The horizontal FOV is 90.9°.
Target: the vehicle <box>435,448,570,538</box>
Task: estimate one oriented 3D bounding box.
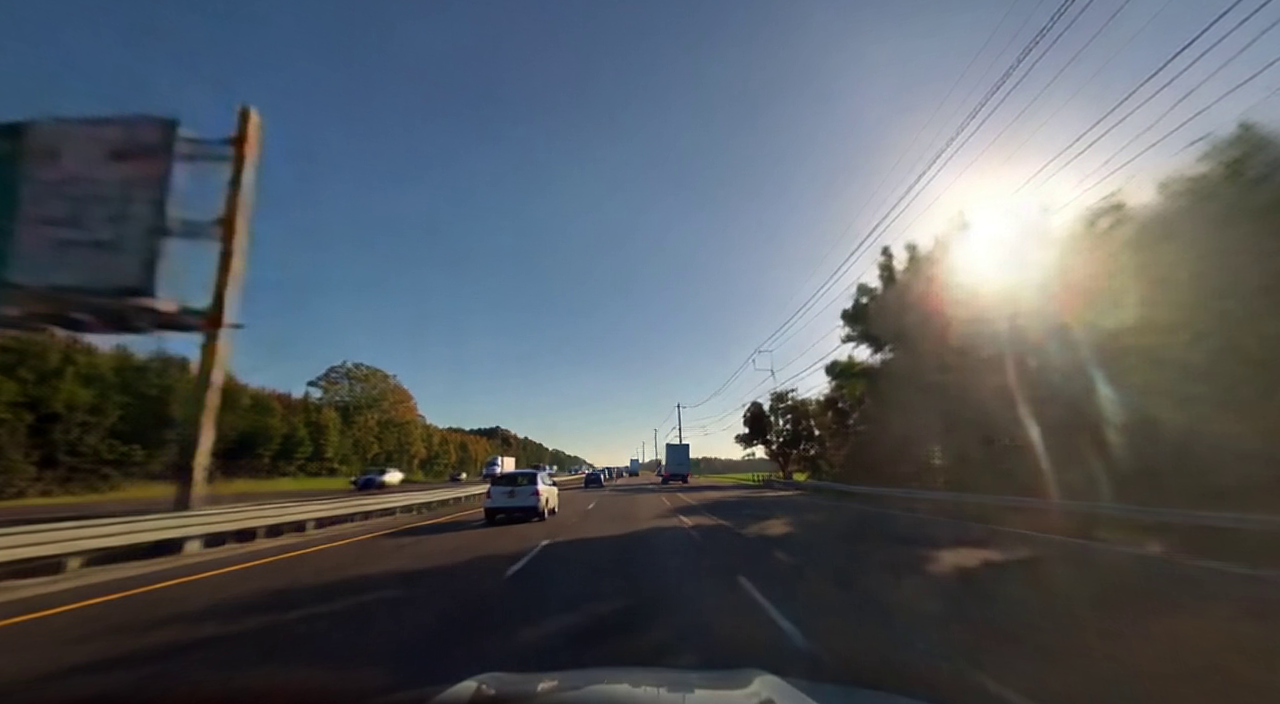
[{"bbox_3d":[-2.941,3.180,14.616,2.065,1.722,4.441,1,-11,1],"label":"vehicle"}]
